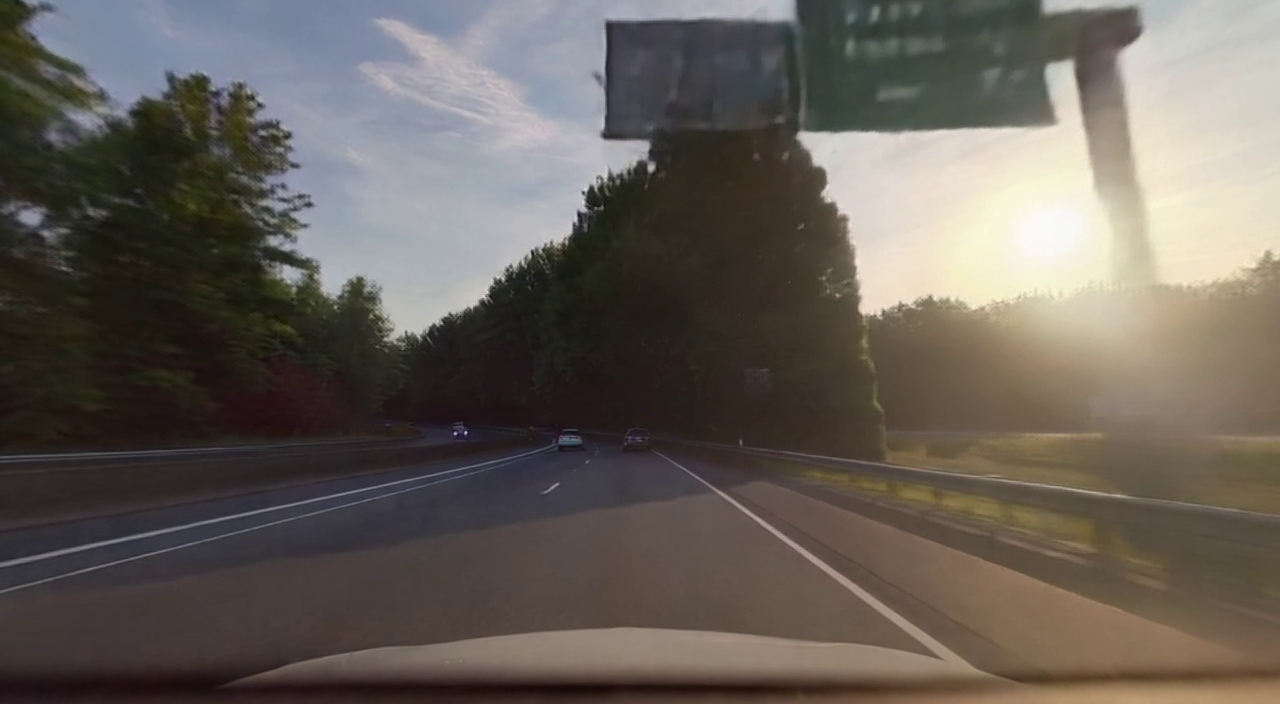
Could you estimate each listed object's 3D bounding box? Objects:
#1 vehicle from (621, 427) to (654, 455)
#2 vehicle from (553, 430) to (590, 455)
[{"bbox_3d":[-0.194,6.211,44.029,2.170,1.790,4.490,0,-8,-1],"label":"vehicle"},{"bbox_3d":[-4.598,6.118,42.701,2.055,1.610,4.116,0,-8,0],"label":"vehicle"}]
